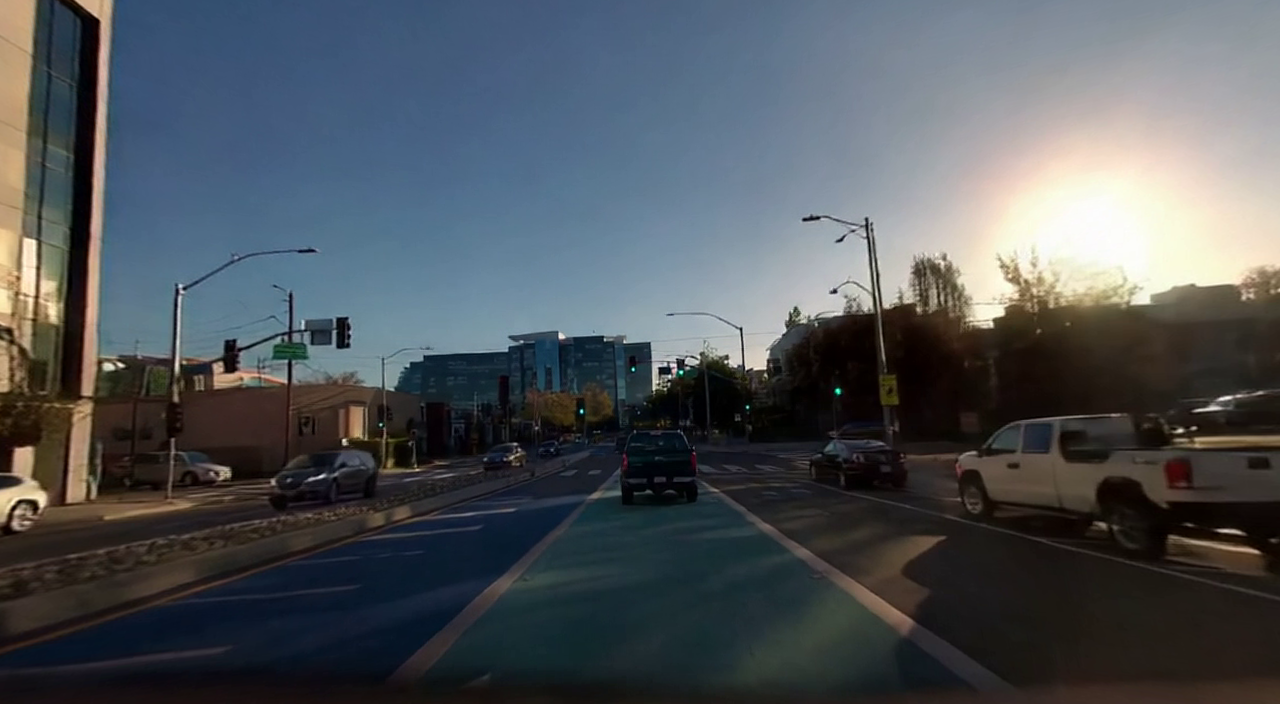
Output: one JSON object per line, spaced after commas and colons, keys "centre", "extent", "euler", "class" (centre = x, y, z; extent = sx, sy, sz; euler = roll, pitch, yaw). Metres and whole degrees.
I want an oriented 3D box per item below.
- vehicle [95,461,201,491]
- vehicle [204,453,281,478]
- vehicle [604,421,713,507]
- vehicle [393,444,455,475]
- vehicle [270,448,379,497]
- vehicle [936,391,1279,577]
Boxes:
{"centre": [-27.845, 7.009, 35.789], "extent": [4.478, 1.578, 1.890], "euler": [-1, -9, 2], "class": "vehicle"}
{"centre": [-27.258, 7.796, 43.458], "extent": [1.857, 1.535, 4.900], "euler": [-1, -9, 4], "class": "vehicle"}
{"centre": [0.395, 2.664, 15.390], "extent": [2.283, 1.773, 4.255], "euler": [0, -9, 0], "class": "vehicle"}
{"centre": [-13.146, 6.566, 38.736], "extent": [2.025, 1.785, 4.845], "euler": [0, -9, 1], "class": "vehicle"}
{"centre": [-12.888, 4.902, 26.188], "extent": [1.975, 1.820, 4.838], "euler": [0, -9, 1], "class": "vehicle"}
{"centre": [6.516, 1.686, 8.834], "extent": [2.205, 1.823, 5.078], "euler": [0, -9, 0], "class": "vehicle"}
